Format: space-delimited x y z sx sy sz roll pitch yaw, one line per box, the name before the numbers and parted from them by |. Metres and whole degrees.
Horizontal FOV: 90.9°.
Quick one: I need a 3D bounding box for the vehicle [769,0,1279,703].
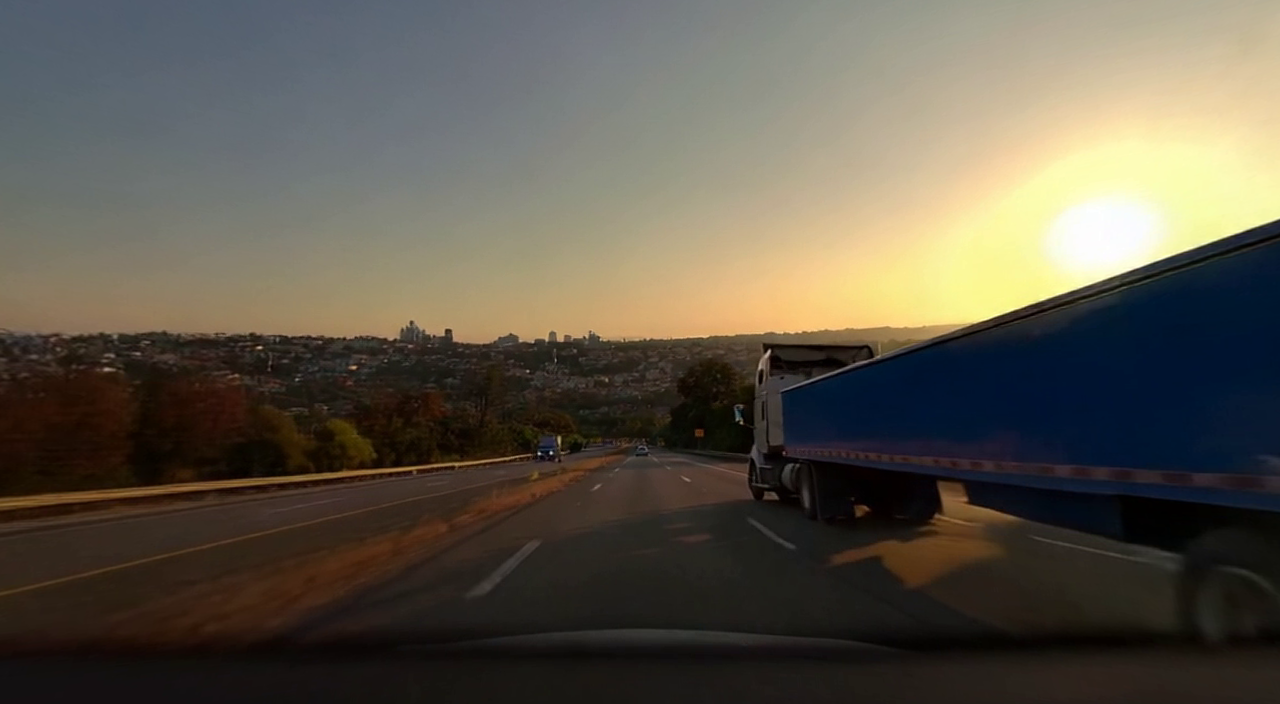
vehicle | 3.989 0.200 5.228 3.341 4.269 12.252 0 -9 0
